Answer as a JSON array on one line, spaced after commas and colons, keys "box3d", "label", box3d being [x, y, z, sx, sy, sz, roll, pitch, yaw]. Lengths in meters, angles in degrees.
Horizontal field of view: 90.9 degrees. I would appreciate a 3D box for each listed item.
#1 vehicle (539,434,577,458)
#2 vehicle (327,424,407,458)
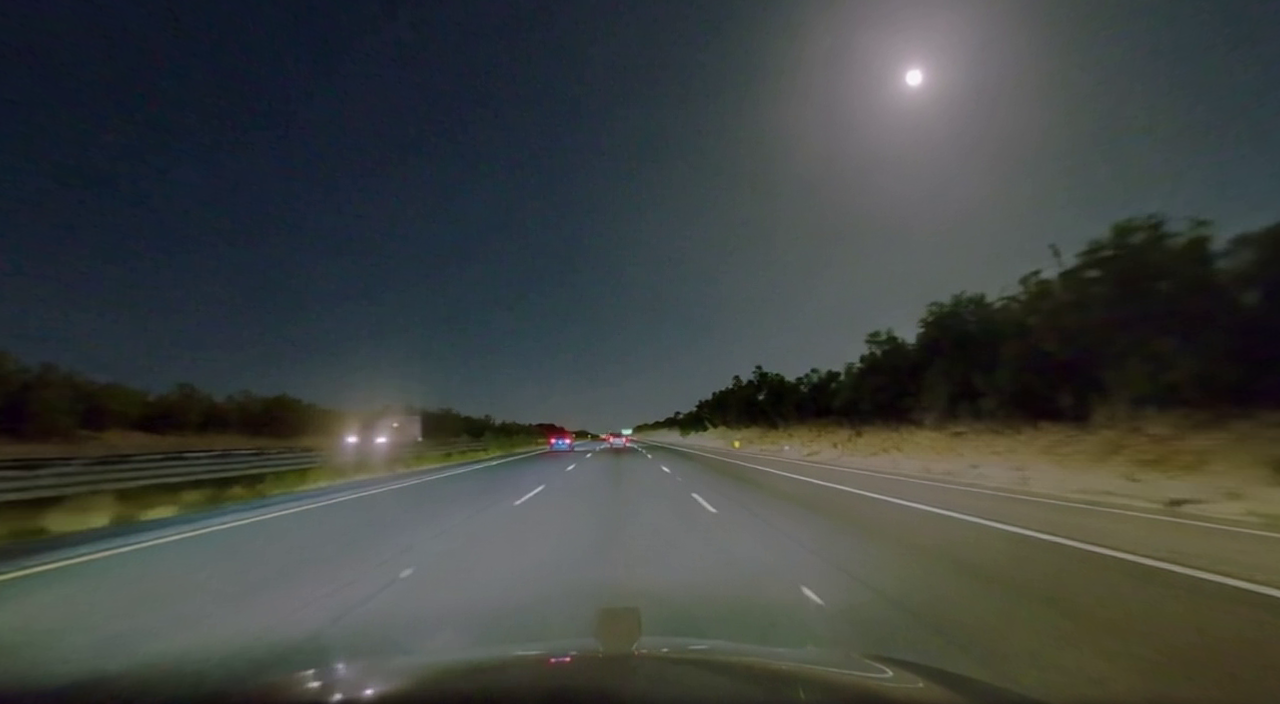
[{"box3d": [-5.444, 6.315, 42.566, 2.141, 1.534, 5.099, 0, -8, -3], "label": "vehicle"}, {"box3d": [-13.472, 4.413, 31.451, 1.925, 1.552, 4.875, 0, -8, -2], "label": "vehicle"}]
